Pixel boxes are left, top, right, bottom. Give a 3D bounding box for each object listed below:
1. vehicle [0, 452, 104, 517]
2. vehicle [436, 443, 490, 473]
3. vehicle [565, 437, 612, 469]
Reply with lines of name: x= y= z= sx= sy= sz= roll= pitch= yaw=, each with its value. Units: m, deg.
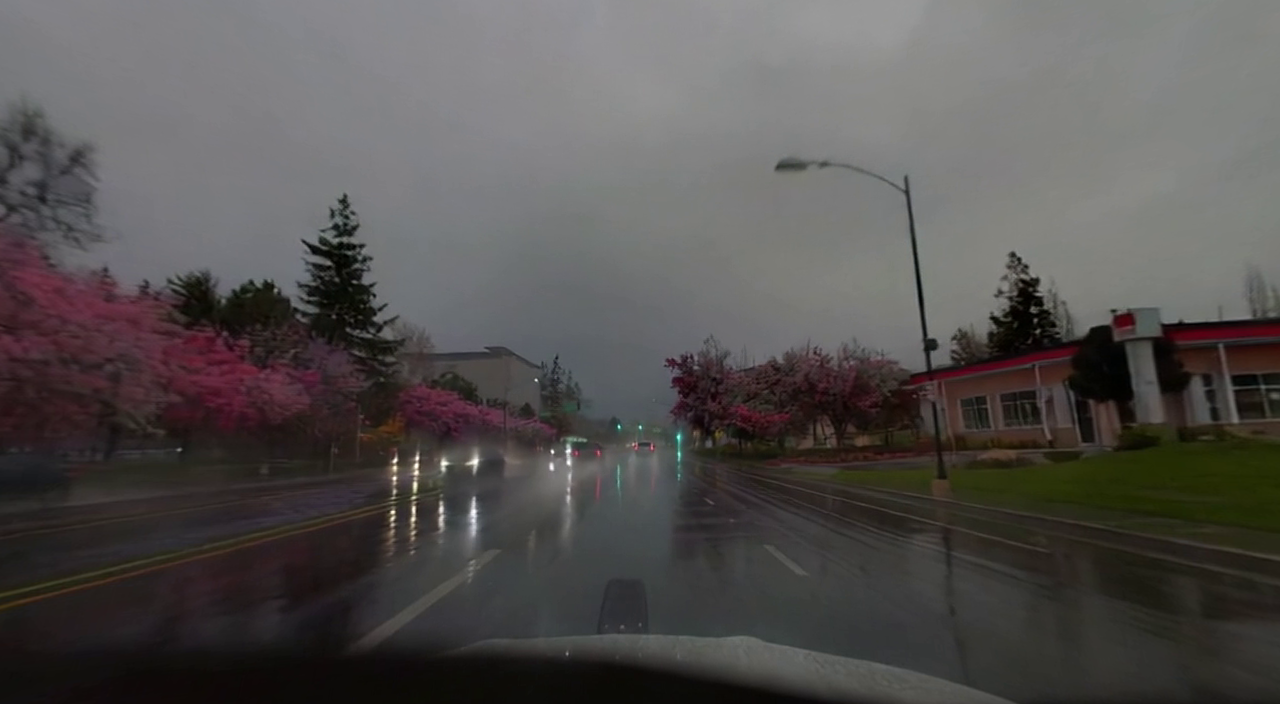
vehicle: x=-18.273 y=3.716 z=17.754 sx=2.111 sy=1.702 sz=4.543 roll=0 pitch=-8 yaw=1
vehicle: x=-11.411 y=6.840 z=40.869 sx=2.049 sy=1.797 sz=4.679 roll=0 pitch=-8 yaw=1
vehicle: x=-3.155 y=6.366 z=39.769 sx=2.453 sy=1.844 sz=4.751 roll=0 pitch=-8 yaw=1
